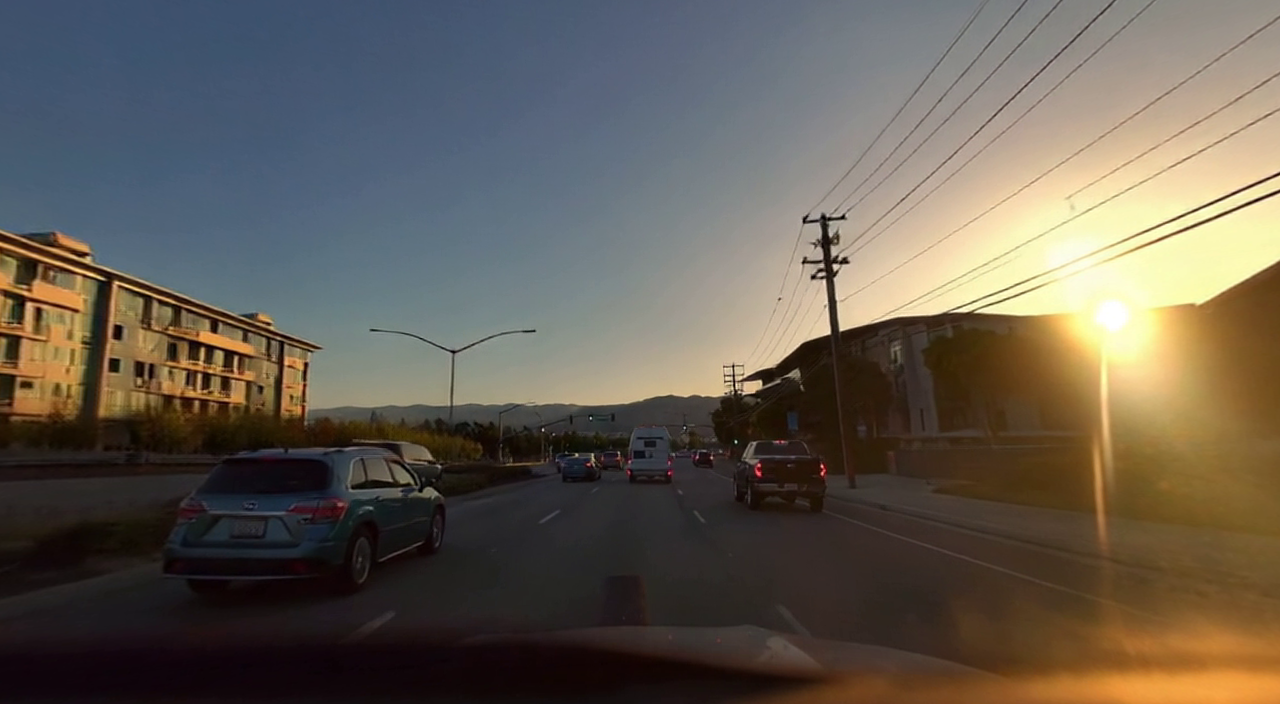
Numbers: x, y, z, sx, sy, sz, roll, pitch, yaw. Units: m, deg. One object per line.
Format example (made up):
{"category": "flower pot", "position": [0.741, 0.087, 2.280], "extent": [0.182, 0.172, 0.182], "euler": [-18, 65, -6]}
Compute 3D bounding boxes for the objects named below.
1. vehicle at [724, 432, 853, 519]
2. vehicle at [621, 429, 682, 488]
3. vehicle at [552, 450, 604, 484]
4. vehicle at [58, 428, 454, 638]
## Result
{"category": "vehicle", "position": [3.602, 3.074, 16.214], "extent": [2.283, 1.923, 4.427], "euler": [0, -9, 1]}
{"category": "vehicle", "position": [0.650, 4.840, 28.961], "extent": [2.457, 2.440, 5.486], "euler": [-1, -9, 4]}
{"category": "vehicle", "position": [-3.059, 5.769, 31.873], "extent": [1.984, 1.567, 4.311], "euler": [0, -9, 3]}
{"category": "vehicle", "position": [-3.616, 1.717, 6.913], "extent": [1.934, 1.643, 3.718], "euler": [0, -9, 1]}
